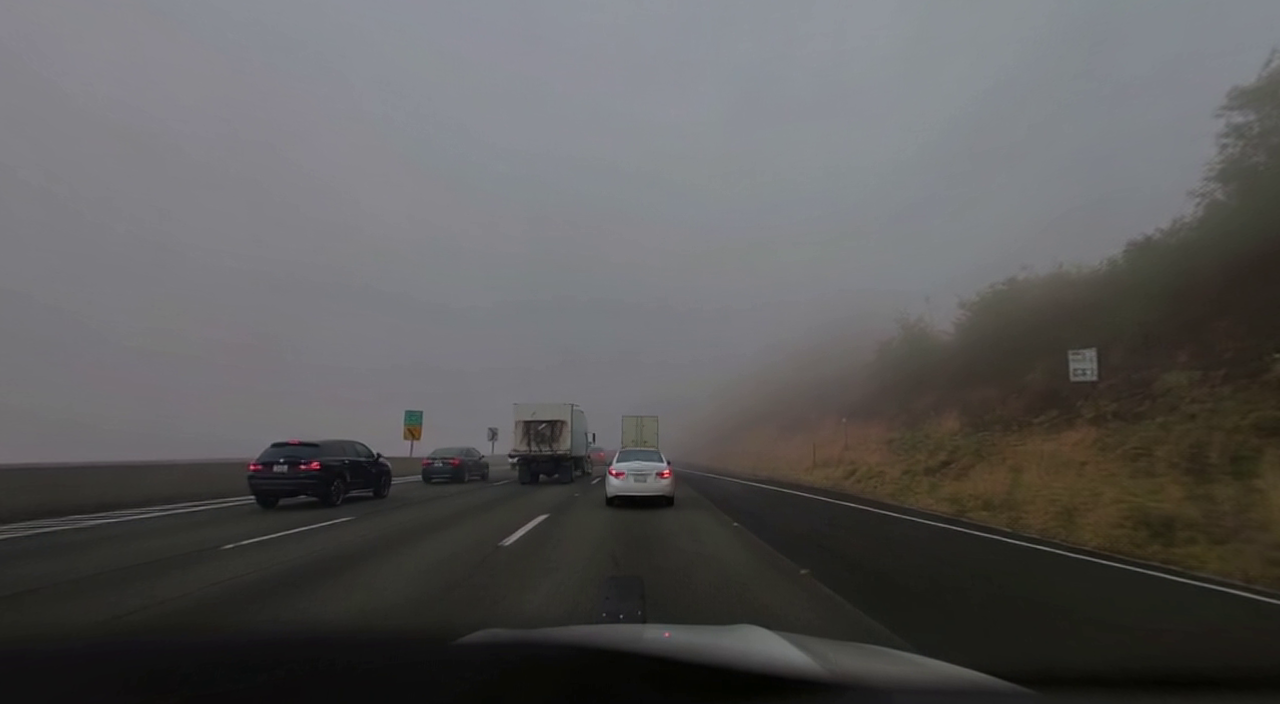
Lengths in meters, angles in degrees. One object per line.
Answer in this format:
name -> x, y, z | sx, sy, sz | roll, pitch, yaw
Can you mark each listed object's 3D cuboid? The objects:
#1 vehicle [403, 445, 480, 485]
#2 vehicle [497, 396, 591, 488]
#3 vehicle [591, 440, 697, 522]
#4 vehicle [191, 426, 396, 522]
vehicle -> -8.039, 4.603, 25.919 | 1.880, 1.512, 3.758 | -1, -9, 1
vehicle -> -3.789, 3.847, 26.811 | 2.812, 3.342, 7.248 | -1, -9, 0
vehicle -> 0.047, 2.689, 13.570 | 1.995, 1.495, 3.380 | 0, -9, -1
vehicle -> -7.237, 2.587, 13.828 | 1.952, 1.746, 4.332 | -1, -9, 1
